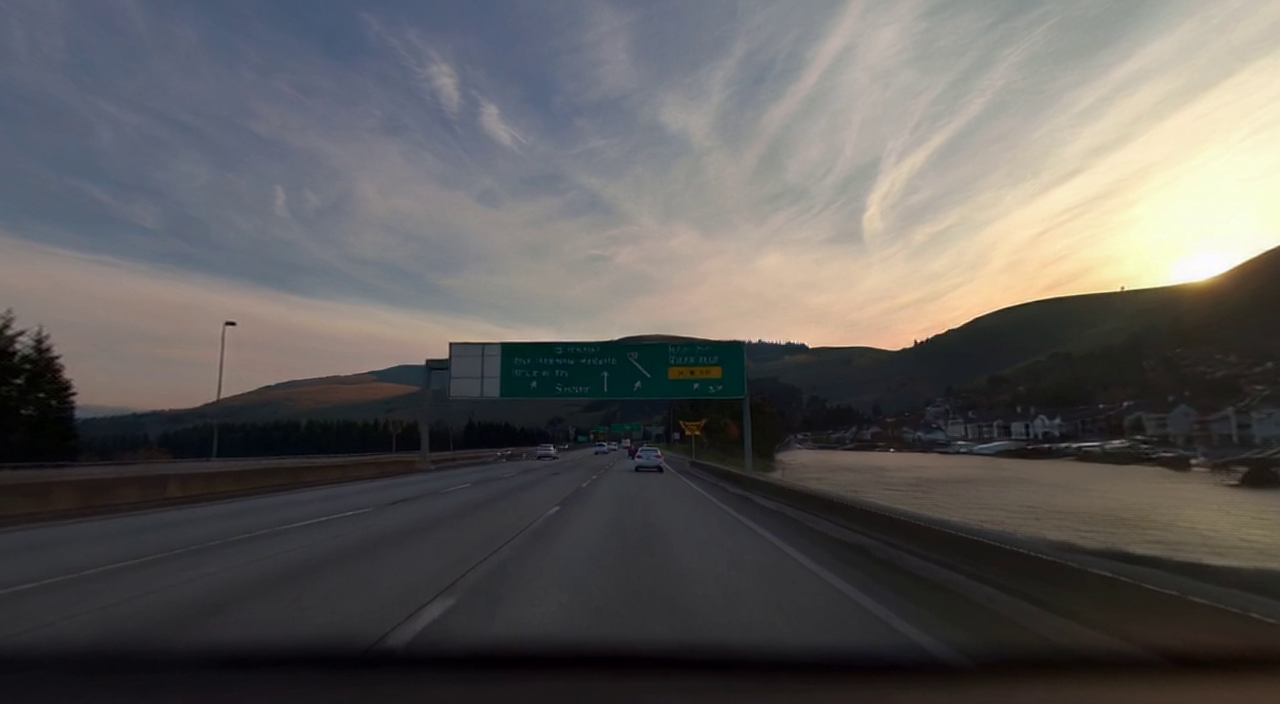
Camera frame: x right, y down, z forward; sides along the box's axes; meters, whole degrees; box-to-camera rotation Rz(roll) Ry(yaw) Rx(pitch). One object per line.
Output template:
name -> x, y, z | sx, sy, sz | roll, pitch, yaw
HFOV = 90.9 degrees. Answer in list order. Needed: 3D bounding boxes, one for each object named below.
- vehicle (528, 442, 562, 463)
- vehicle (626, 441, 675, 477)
vehicle -> -7.100, 7.569, 47.444 | 1.955, 1.468, 3.637 | 0, -9, 0
vehicle -> 0.417, 4.783, 28.301 | 2.019, 1.475, 4.301 | 1, -9, -1
